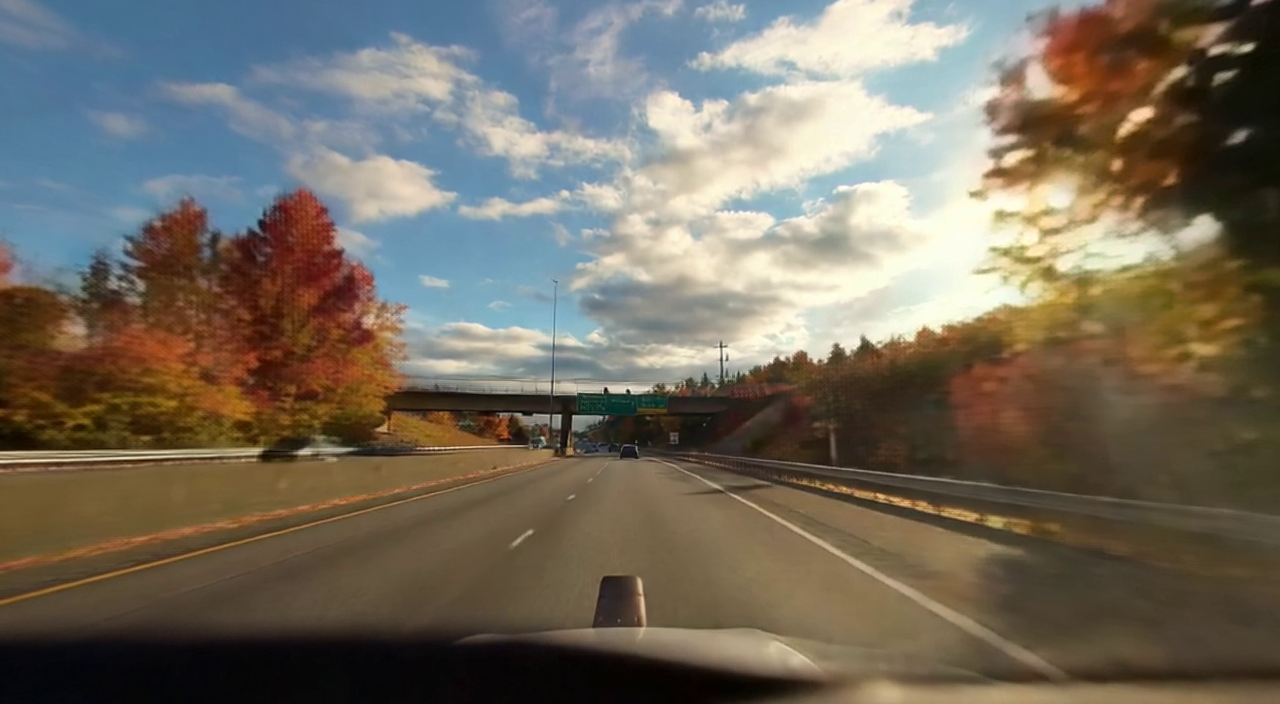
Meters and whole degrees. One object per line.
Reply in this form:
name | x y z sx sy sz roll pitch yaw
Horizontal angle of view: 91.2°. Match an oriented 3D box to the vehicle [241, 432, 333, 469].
vehicle | -16.690 4.674 29.904 1.928 1.601 4.281 0 -9 -1
